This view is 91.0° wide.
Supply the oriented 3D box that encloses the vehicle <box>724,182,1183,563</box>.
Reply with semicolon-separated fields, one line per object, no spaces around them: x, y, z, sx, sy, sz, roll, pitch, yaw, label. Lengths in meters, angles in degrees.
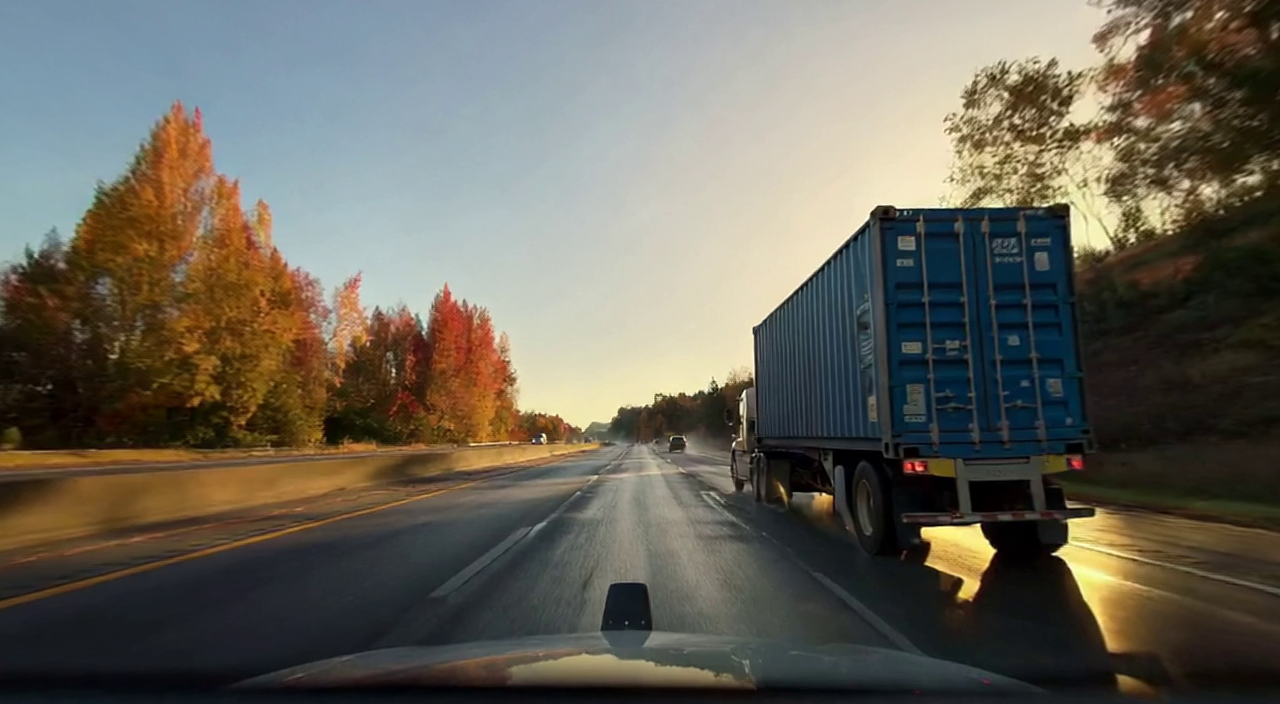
4.035;1.056;13.033;2.903;4.003;13.046;0;-8;1;vehicle
